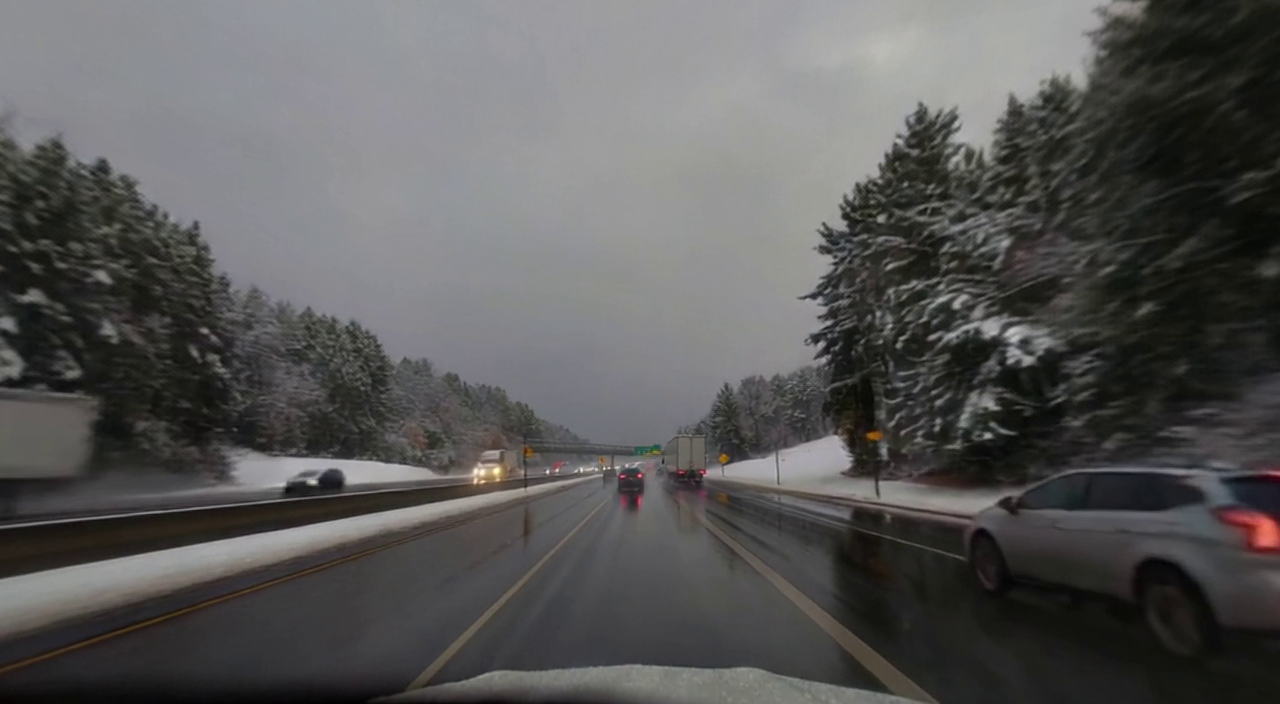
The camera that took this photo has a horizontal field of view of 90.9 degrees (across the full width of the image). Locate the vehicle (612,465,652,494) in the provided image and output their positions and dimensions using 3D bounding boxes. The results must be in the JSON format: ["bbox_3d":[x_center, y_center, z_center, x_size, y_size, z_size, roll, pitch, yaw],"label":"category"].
[{"bbox_3d":[-0.464,6.926,34.338,2.010,1.436,3.973,1,-10,-1],"label":"vehicle"}]

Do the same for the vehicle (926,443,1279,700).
[{"bbox_3d":[4.649,1.689,5.858,1.897,1.476,4.334,1,-10,-1],"label":"vehicle"}]

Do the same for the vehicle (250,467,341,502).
[{"bbox_3d":[-16.283,6.263,30.047,1.897,1.510,4.299,1,-10,0],"label":"vehicle"}]
